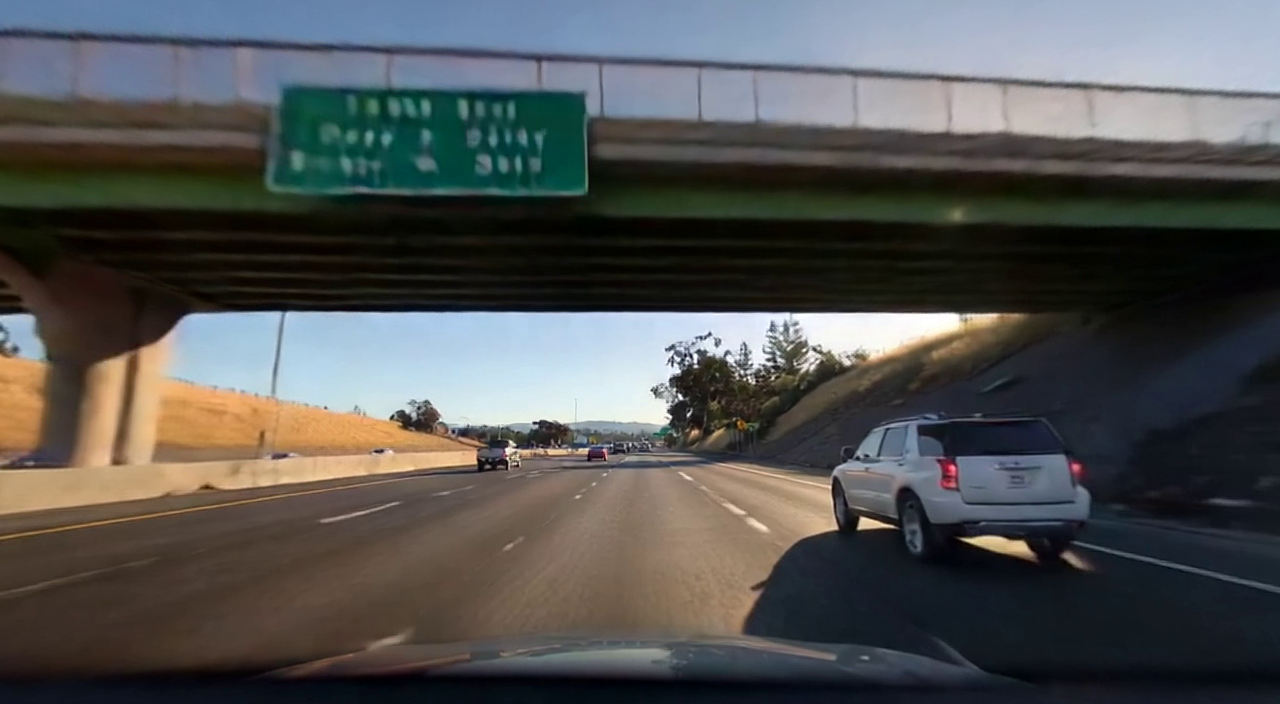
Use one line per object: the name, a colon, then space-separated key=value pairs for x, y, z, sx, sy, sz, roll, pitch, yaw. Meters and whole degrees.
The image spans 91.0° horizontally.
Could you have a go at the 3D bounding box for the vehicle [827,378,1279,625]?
vehicle: x=3.609 y=1.374 z=6.644 sx=1.990 sy=1.735 sz=4.276 roll=0 pitch=-9 yaw=1

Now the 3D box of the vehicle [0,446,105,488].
vehicle: x=-29.810 y=5.591 z=31.119 sx=2.034 sy=1.876 sz=5.304 roll=0 pitch=-9 yaw=0

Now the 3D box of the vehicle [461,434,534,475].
vehicle: x=-7.281 y=5.327 z=32.926 sx=2.341 sy=1.959 sz=5.684 roll=0 pitch=-9 yaw=2

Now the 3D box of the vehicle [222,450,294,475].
vehicle: x=-25.971 y=7.491 z=42.984 sx=2.020 sy=1.629 sz=4.543 roll=0 pitch=-9 yaw=1
